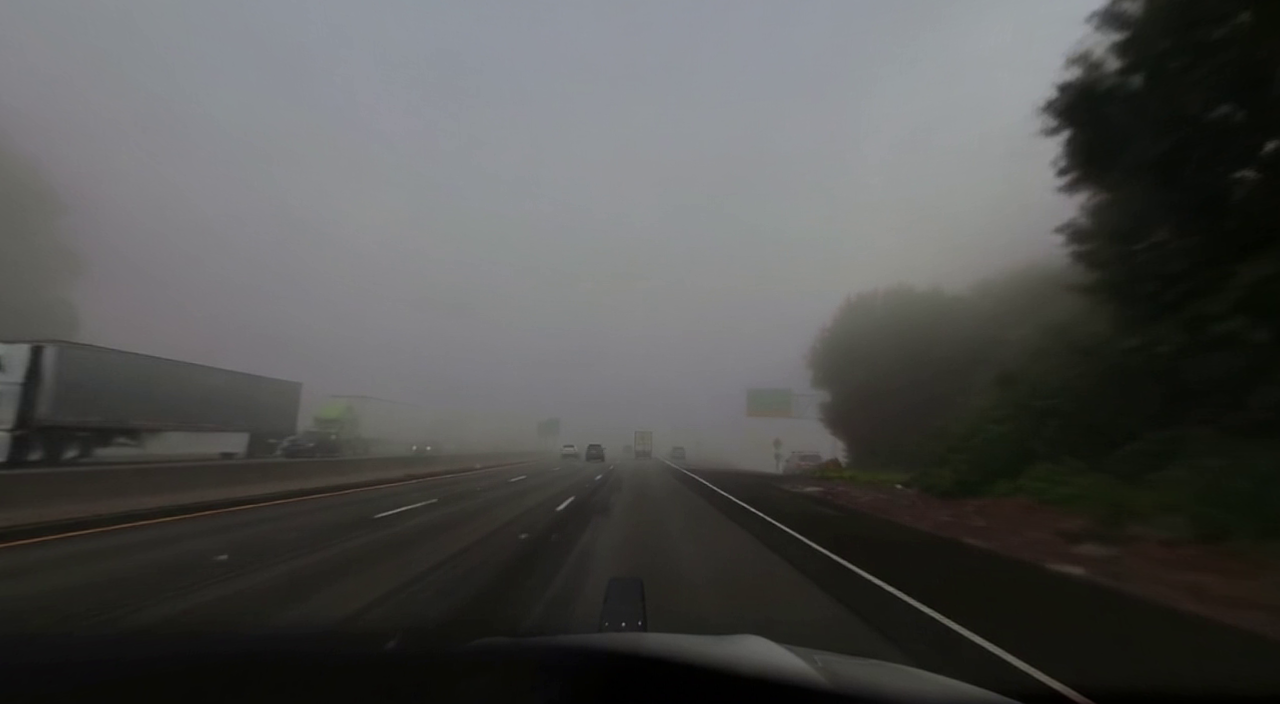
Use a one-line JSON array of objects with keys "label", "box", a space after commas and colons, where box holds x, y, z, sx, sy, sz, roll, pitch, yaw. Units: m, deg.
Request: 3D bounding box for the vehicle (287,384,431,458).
[{"label": "vehicle", "box": [-18.641, 5.226, 43.795, 2.838, 3.993, 15.405, 3, -10, 0]}]

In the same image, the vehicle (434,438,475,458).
[{"label": "vehicle", "box": [-14.590, 7.587, 49.869, 1.935, 1.462, 4.396, 0, -9, -1]}]

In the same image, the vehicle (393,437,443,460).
[{"label": "vehicle", "box": [-14.217, 6.221, 40.579, 1.873, 1.432, 3.960, 0, -9, -1]}]

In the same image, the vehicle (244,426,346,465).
[{"label": "vehicle", "box": [-14.432, 3.974, 26.642, 1.915, 1.479, 4.154, 0, -9, 0]}]

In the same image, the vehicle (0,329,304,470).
[{"label": "vehicle", "box": [-18.573, 2.403, 24.809, 2.787, 3.985, 14.192, 0, -9, 0]}]

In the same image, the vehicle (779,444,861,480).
[{"label": "vehicle", "box": [9.551, 5.877, 33.810, 2.080, 1.725, 4.252, 5, -10, -20]}]
